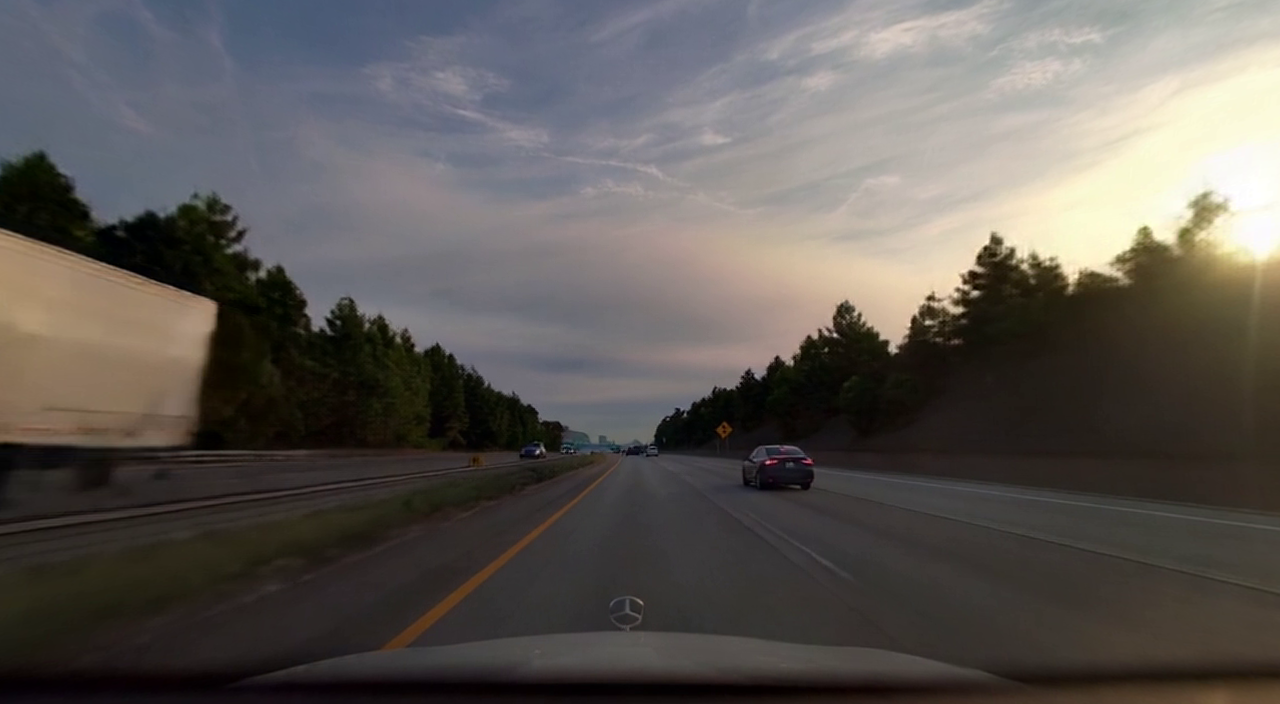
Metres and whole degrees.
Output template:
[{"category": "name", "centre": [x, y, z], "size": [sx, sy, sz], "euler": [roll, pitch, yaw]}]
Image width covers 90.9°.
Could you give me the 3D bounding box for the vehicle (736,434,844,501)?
[{"category": "vehicle", "centre": [4.127, 3.240, 18.113], "size": [1.933, 1.663, 4.440], "euler": [0, -9, -1]}]
